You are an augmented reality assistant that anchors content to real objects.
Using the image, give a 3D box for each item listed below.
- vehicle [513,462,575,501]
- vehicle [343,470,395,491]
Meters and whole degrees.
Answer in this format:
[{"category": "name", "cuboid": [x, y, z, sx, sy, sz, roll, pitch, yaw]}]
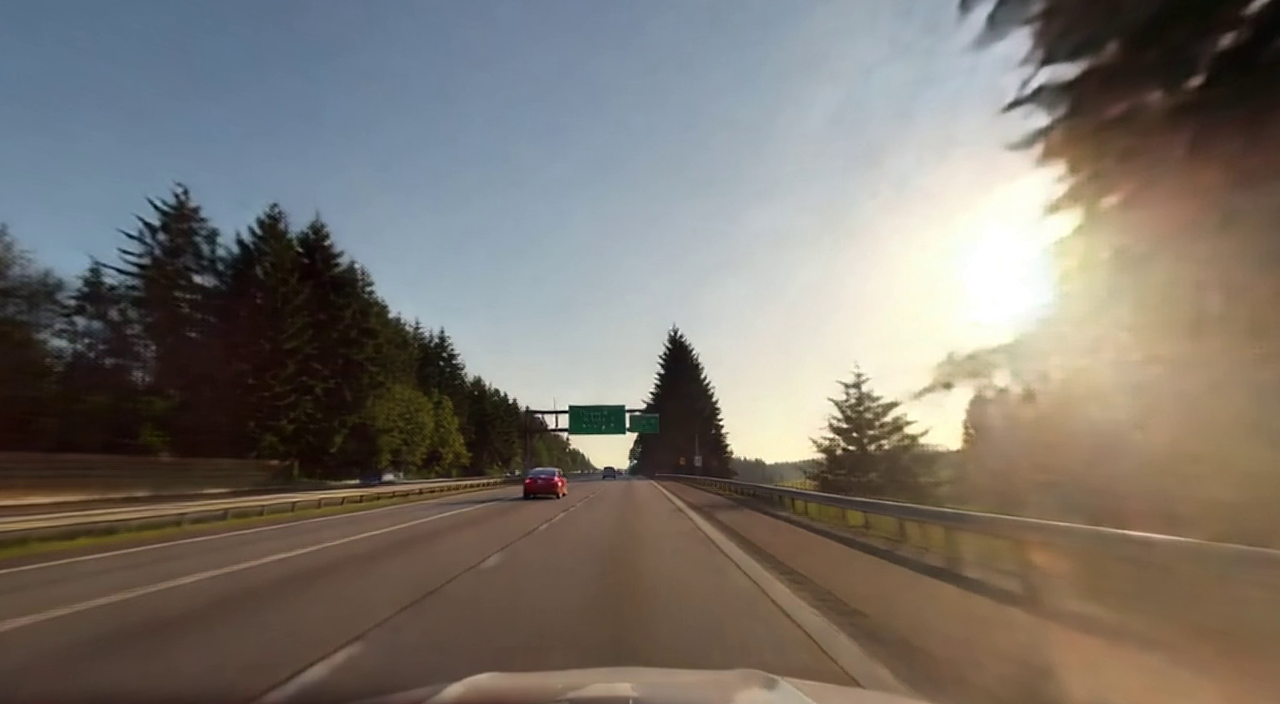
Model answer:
[{"category": "vehicle", "cuboid": [-4.039, 5.545, 27.131, 1.954, 1.509, 4.094, 1, -11, 1]}, {"category": "vehicle", "cuboid": [-20.533, 9.758, 47.907, 1.800, 1.469, 4.703, 1, -10, 0]}]
